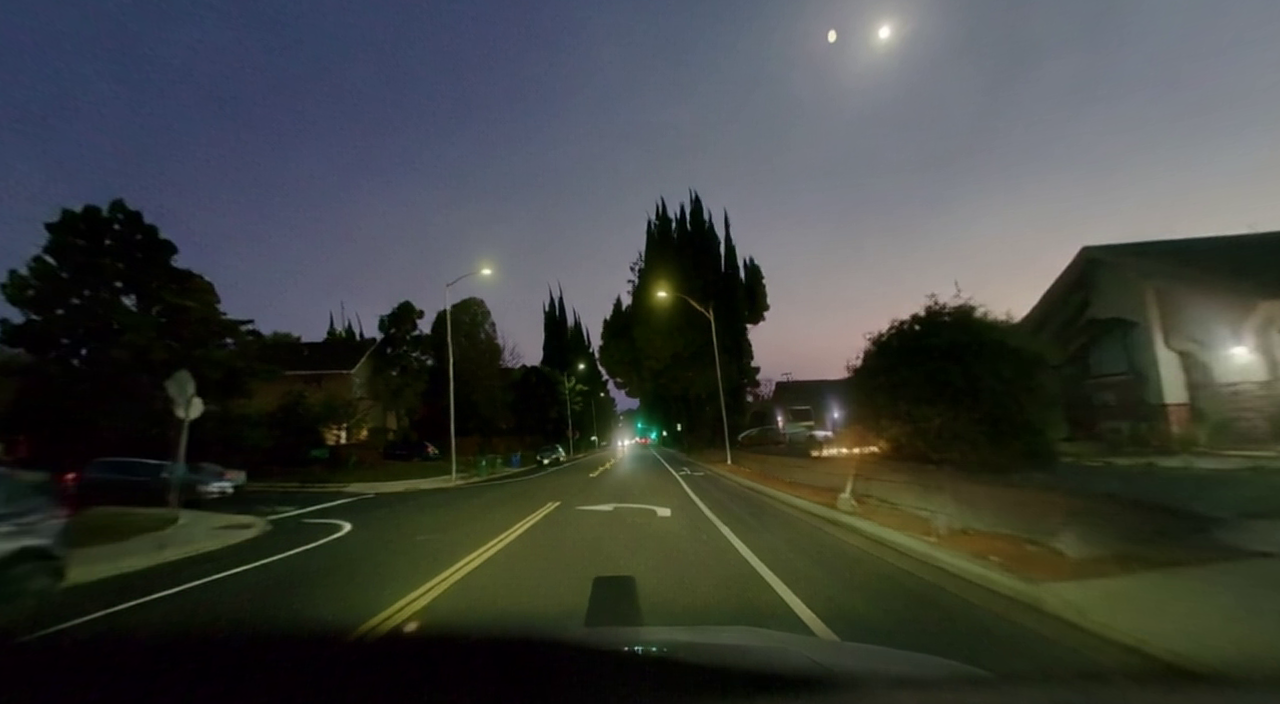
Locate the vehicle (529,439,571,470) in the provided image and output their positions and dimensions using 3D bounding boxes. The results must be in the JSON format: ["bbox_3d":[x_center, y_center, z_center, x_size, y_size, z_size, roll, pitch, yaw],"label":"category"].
[{"bbox_3d":[-6.408,7.383,45.488,2.176,1.885,5.174,-5,-9,0],"label":"vehicle"}]

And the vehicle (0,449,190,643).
[{"bbox_3d":[-6.835,1.704,5.250,1.984,1.732,5.628,-1,-9,1],"label":"vehicle"}]
